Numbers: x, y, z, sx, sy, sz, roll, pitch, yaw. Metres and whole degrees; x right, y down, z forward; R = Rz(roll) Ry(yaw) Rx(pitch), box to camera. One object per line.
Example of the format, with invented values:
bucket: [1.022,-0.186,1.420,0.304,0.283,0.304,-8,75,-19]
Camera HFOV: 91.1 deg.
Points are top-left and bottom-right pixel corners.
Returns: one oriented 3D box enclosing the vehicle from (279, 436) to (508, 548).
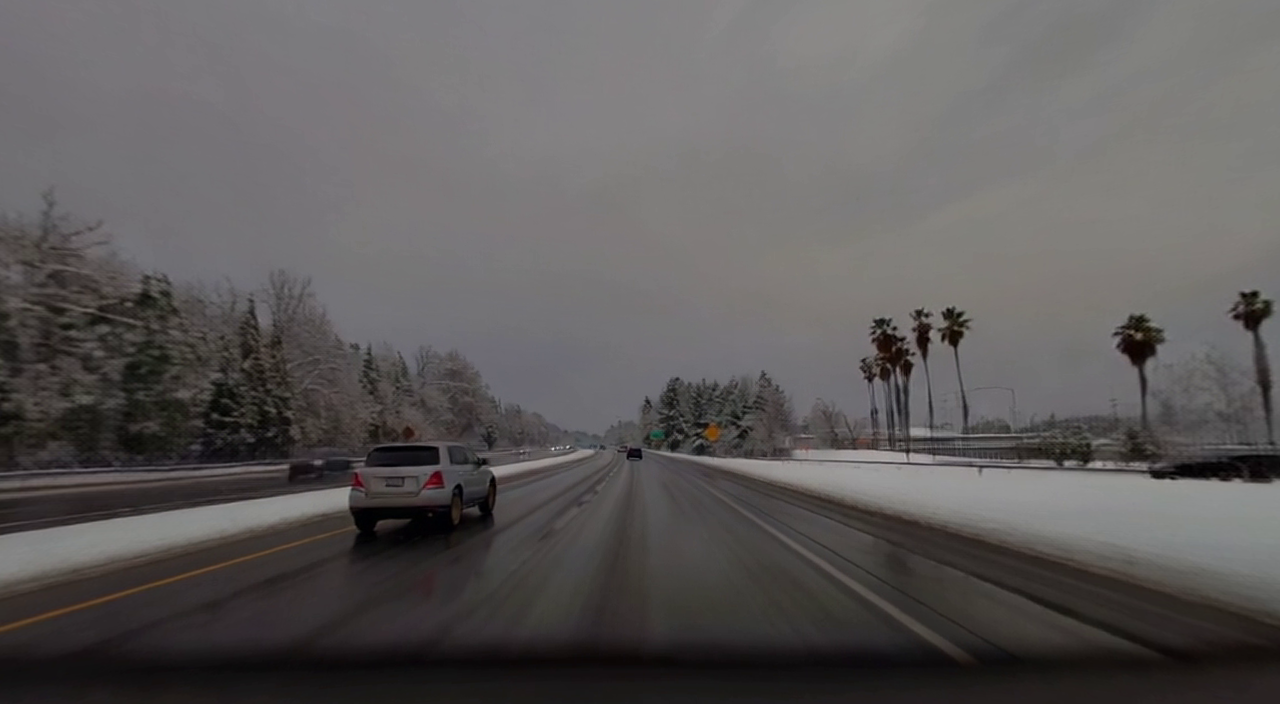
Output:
vehicle: [-4.010,2.338,11.351,2.092,1.562,4.748,0,-8,2]
